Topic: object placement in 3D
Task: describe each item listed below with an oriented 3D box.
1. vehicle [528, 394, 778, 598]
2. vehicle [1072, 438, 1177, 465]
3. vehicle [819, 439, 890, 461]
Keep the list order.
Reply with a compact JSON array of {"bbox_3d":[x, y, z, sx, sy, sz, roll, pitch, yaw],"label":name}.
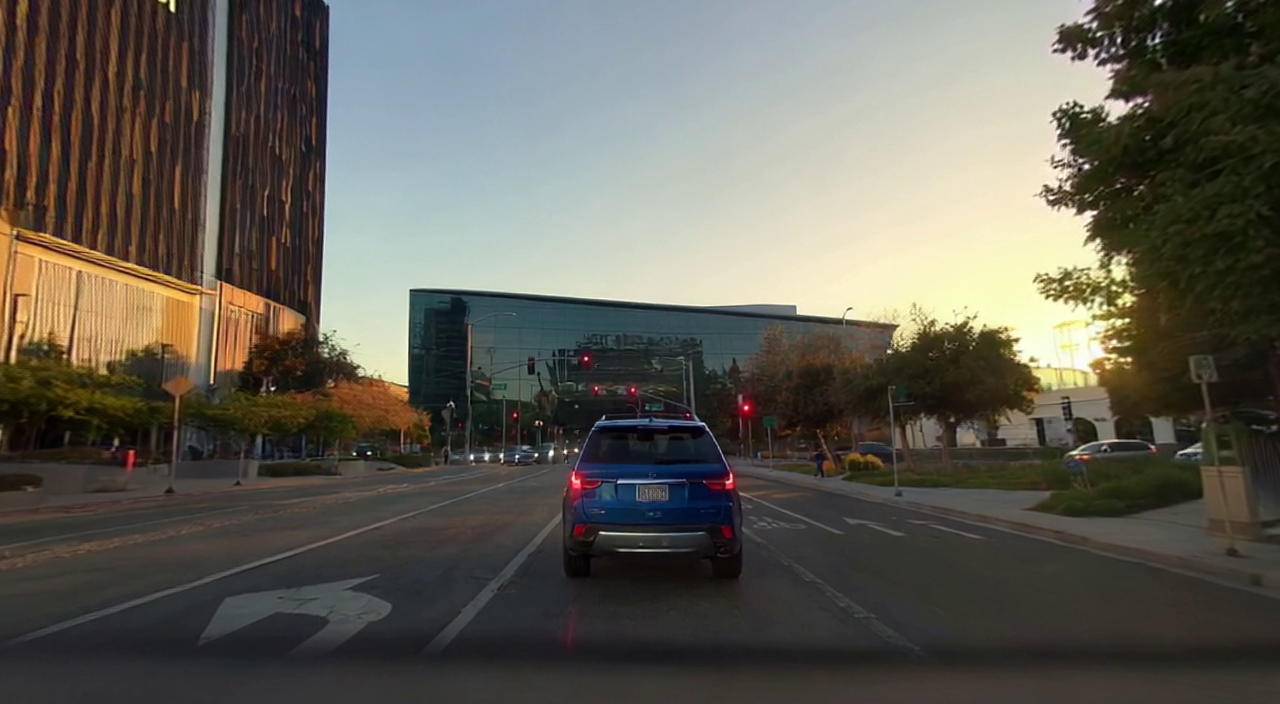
[{"bbox_3d":[0.014,1.555,7.635,2.183,1.765,4.059,0,-9,-3],"label":"vehicle"},{"bbox_3d":[29.421,6.055,38.474,4.571,1.558,2.171,0,-9,-2],"label":"vehicle"},{"bbox_3d":[15.410,7.036,45.454,4.422,1.563,1.751,0,-8,-1],"label":"vehicle"}]
